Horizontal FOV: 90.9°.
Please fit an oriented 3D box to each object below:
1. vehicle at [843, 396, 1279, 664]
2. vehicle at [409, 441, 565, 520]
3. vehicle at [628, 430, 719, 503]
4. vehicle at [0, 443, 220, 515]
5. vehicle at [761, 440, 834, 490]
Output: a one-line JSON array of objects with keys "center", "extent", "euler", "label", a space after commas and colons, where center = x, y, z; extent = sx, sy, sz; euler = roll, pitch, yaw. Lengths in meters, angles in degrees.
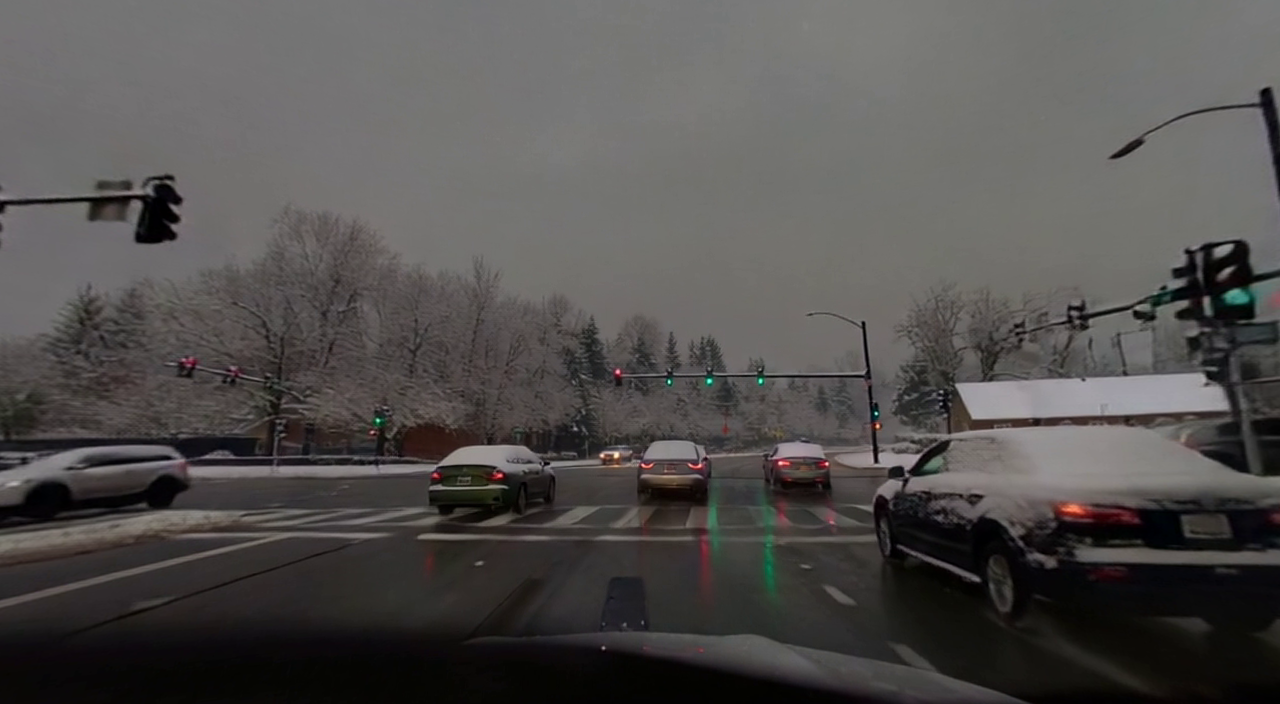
[{"center": [3.769, 1.448, 6.276], "extent": [2.106, 1.636, 4.655], "euler": [-1, -9, 2], "label": "vehicle"}, {"center": [-3.152, 2.756, 14.156], "extent": [2.006, 1.464, 4.586], "euler": [-1, -9, 5], "label": "vehicle"}, {"center": [1.042, 3.179, 17.910], "extent": [2.250, 1.768, 4.574], "euler": [-1, -9, 5], "label": "vehicle"}, {"center": [-14.396, 3.346, 16.979], "extent": [4.578, 1.759, 1.996], "euler": [2, -9, -14], "label": "vehicle"}, {"center": [5.257, 3.809, 21.457], "extent": [1.859, 1.540, 3.454], "euler": [-1, -9, 5], "label": "vehicle"}]
